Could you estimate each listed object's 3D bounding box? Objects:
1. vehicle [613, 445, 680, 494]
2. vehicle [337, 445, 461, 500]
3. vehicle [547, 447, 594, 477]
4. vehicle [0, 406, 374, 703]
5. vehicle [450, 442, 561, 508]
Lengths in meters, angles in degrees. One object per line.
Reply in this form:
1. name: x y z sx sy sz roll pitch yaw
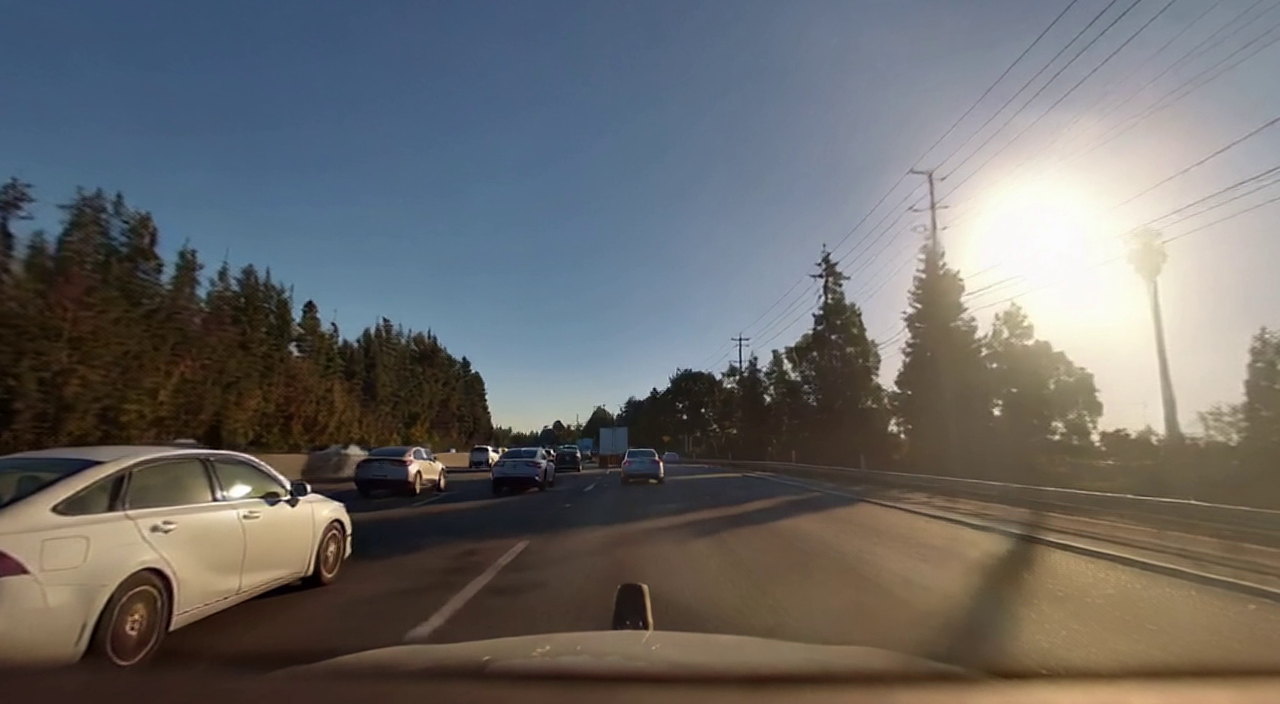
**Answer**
1. vehicle: 0.173 3.910 21.374 2.018 1.470 4.491 0 -9 0
2. vehicle: -7.084 3.553 19.109 1.867 1.445 4.499 0 -9 2
3. vehicle: -3.559 5.675 32.806 2.013 1.437 3.801 0 -9 0
4. vehicle: -3.666 1.212 4.154 1.883 1.500 4.373 0 -9 0
5. vehicle: -3.310 3.110 16.405 1.912 1.464 4.115 0 -9 1
